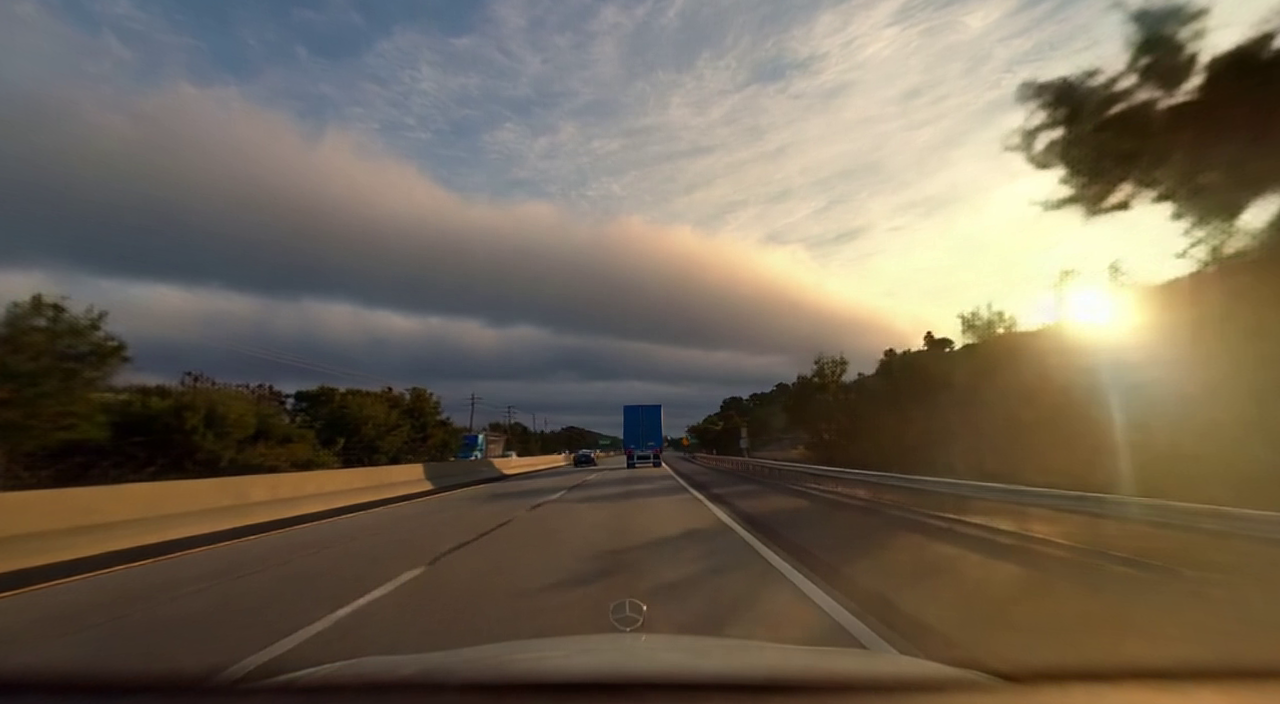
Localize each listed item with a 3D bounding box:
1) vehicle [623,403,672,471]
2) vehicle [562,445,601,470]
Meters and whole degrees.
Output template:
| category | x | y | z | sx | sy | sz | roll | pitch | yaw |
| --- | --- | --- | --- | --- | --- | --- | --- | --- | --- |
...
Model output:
| category | x | y | z | sx | sy | sz | roll | pitch | yaw |
| --- | --- | --- | --- | --- | --- | --- | --- | --- | --- |
| vehicle | 0.457 | 5.761 | 42.109 | 2.899 | 3.966 | 10.053 | 0 | -9 | 0 |
| vehicle | -3.767 | 6.876 | 41.240 | 2.063 | 1.583 | 4.049 | 0 | -8 | 1 |
